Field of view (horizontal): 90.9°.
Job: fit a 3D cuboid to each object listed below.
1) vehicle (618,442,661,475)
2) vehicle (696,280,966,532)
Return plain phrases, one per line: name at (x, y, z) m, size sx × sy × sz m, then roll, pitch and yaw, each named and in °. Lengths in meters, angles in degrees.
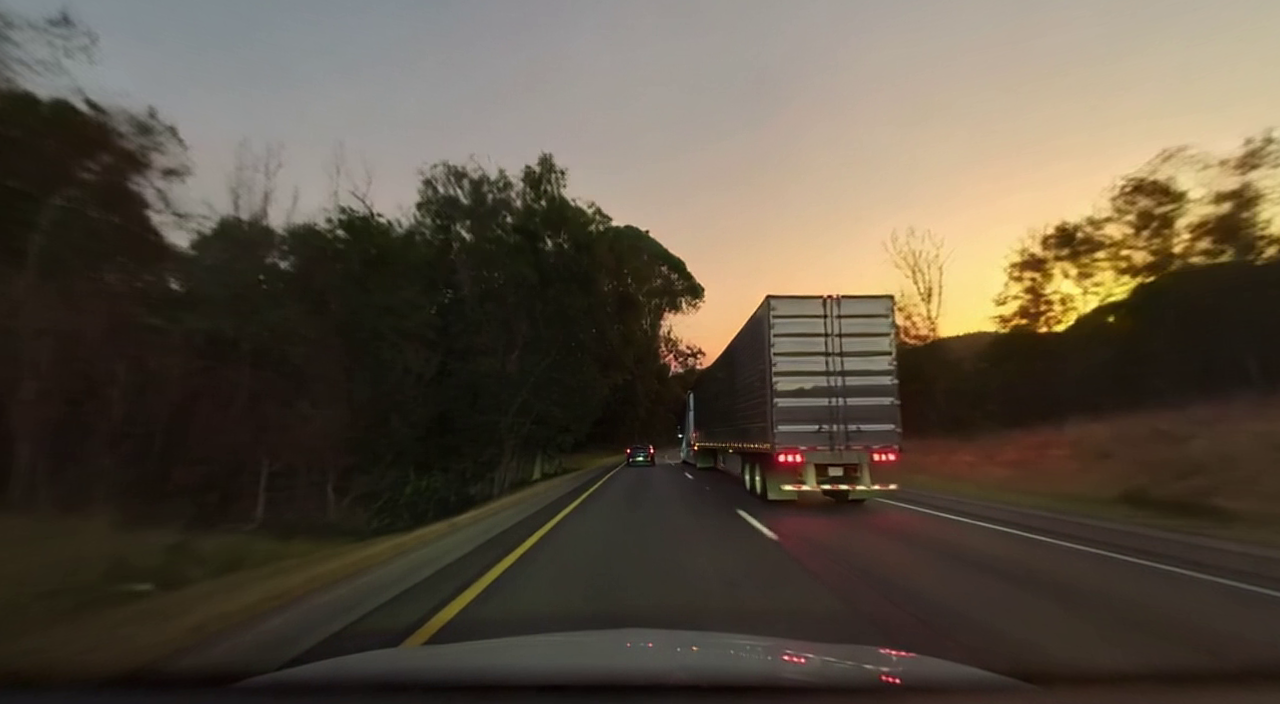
vehicle at (-0.018, 5.240, 31.215) m, size 1.968 × 1.515 × 4.025 m, roll 0°, pitch -9°, yaw 0°
vehicle at (3.801, 2.012, 18.353) m, size 2.929 × 4.158 × 15.921 m, roll 0°, pitch -9°, yaw 0°
